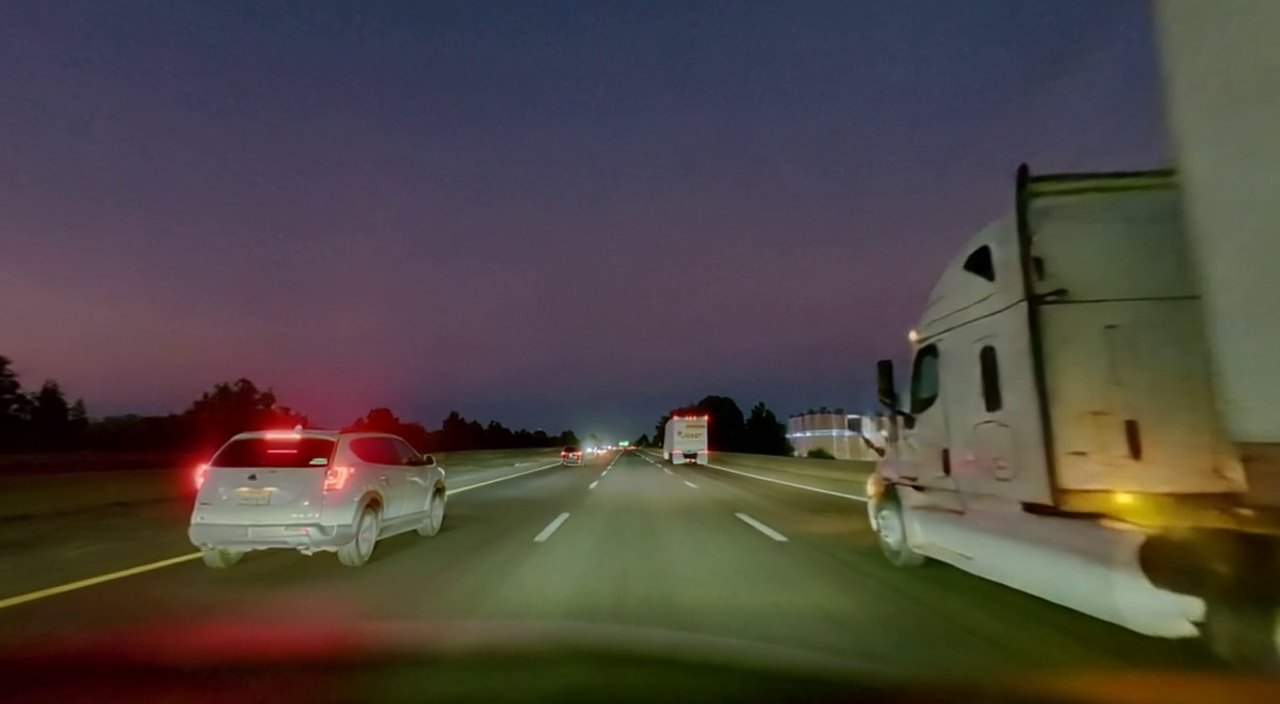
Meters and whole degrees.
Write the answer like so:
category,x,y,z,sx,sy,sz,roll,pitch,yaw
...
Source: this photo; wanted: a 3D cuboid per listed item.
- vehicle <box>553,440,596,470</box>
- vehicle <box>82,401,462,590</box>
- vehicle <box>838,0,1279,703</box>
category,x,y,z,sx,sy,sz,roll,pitch,yaw
vehicle,-3.911,6.238,38.225,2.139,1.716,4.530,0,-9,-1
vehicle,-4.143,1.708,8.315,2.202,1.760,4.617,0,-9,0
vehicle,4.227,0.178,5.176,3.030,3.918,6.108,0,-9,-1
